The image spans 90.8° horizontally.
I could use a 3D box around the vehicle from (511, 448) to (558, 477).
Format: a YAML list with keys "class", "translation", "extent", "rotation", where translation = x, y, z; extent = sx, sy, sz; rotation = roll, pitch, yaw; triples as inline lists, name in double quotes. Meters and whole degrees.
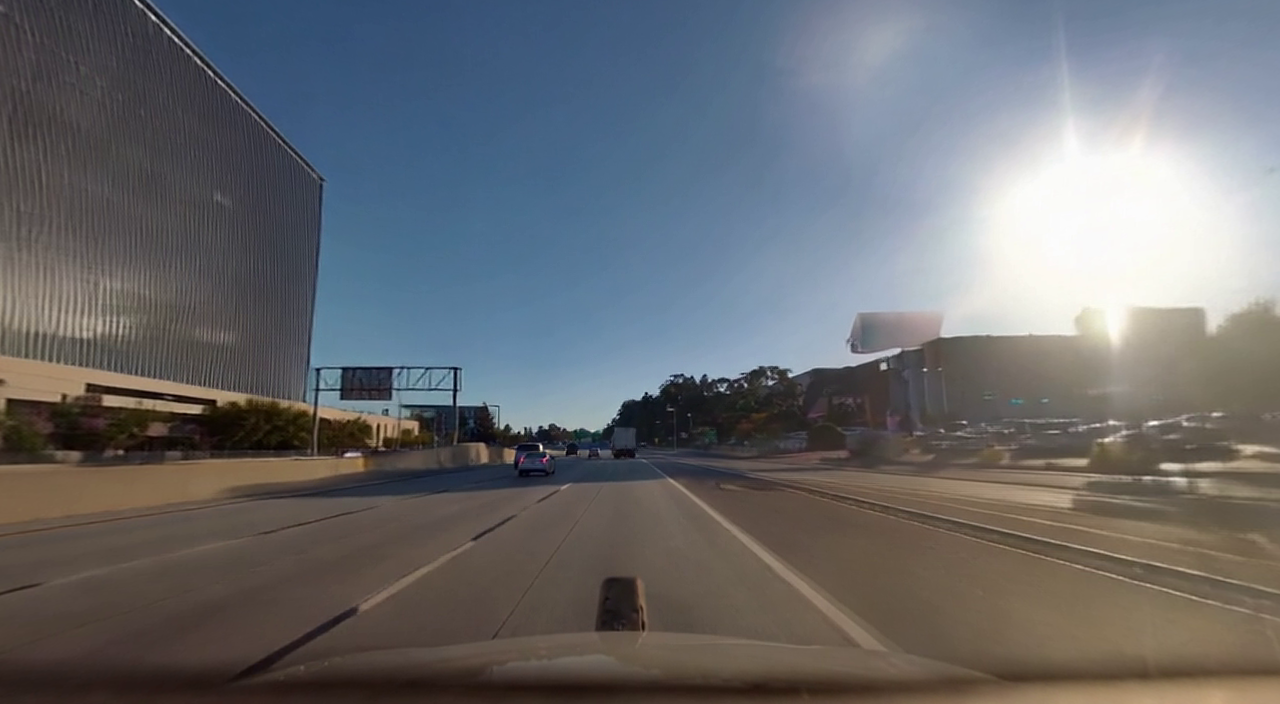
- class: "vehicle"
  translation: [-5.830, 6.134, 35.335]
  extent: [1.943, 1.510, 4.201]
  rotation: [0, -9, -1]
